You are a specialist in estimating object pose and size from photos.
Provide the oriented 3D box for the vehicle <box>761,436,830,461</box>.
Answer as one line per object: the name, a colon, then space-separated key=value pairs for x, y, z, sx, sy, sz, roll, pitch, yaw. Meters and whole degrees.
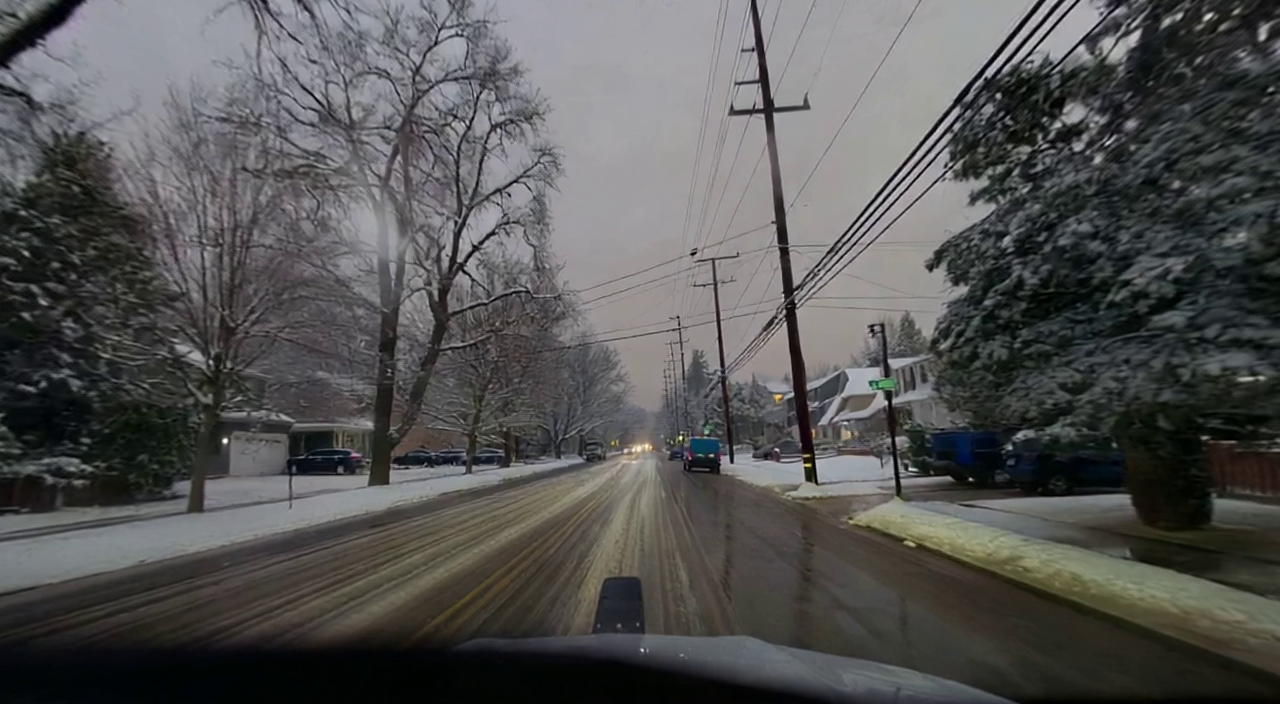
vehicle: x=11.465 y=7.178 z=46.872 sx=4.602 sy=1.799 sz=1.859 roll=0 pitch=-9 yaw=0

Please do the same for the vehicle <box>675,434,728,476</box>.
vehicle: x=3.240 y=5.595 z=34.535 sx=2.311 sy=2.069 sz=5.156 roll=0 pitch=-9 yaw=-1

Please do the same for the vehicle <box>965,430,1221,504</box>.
vehicle: x=9.894 y=2.528 z=14.103 sx=4.125 sy=1.461 sz=1.984 roll=-1 pitch=-8 yaw=2

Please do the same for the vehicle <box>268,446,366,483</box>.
vehicle: x=-18.131 y=6.302 z=35.631 sx=4.414 sy=1.731 sz=2.008 roll=-2 pitch=-7 yaw=-4
